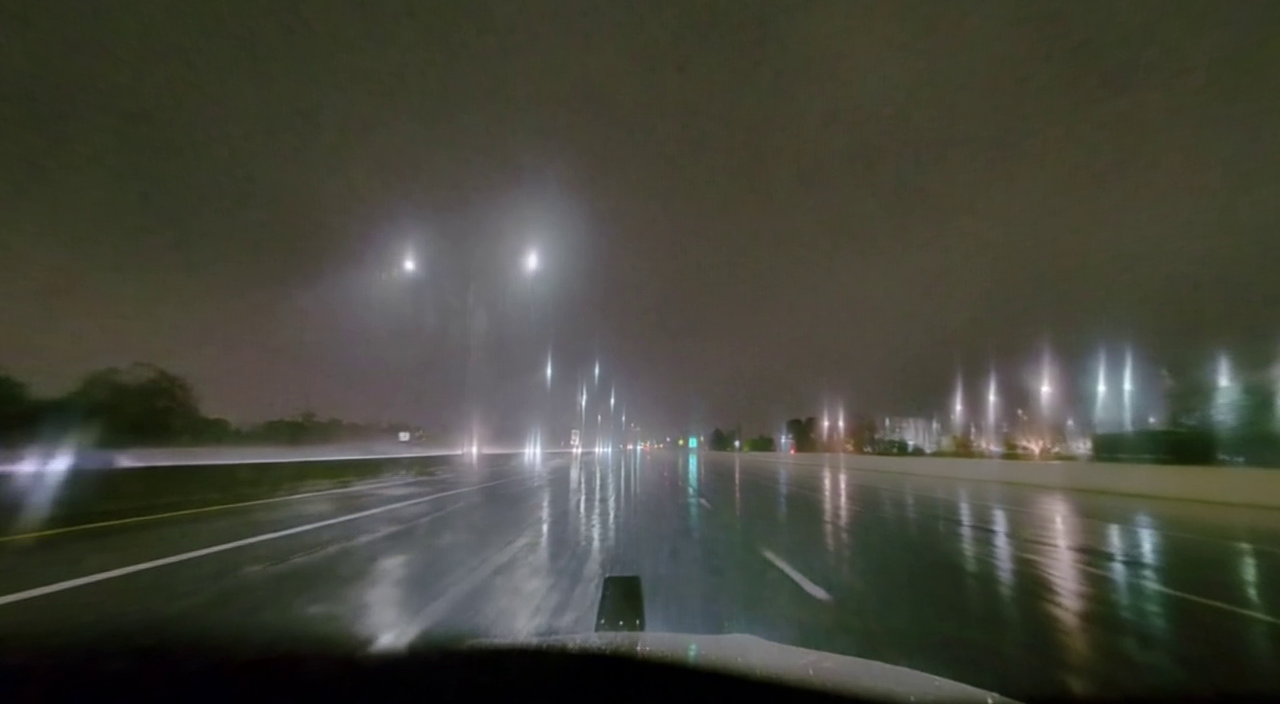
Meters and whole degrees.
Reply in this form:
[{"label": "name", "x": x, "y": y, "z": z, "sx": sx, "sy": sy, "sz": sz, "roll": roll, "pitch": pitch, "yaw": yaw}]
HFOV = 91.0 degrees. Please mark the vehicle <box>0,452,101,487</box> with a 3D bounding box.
[{"label": "vehicle", "x": -28.963, "y": 5.623, "z": 30.437, "sx": 1.840, "sy": 1.518, "sz": 4.430, "roll": 0, "pitch": -9, "yaw": 0}]
